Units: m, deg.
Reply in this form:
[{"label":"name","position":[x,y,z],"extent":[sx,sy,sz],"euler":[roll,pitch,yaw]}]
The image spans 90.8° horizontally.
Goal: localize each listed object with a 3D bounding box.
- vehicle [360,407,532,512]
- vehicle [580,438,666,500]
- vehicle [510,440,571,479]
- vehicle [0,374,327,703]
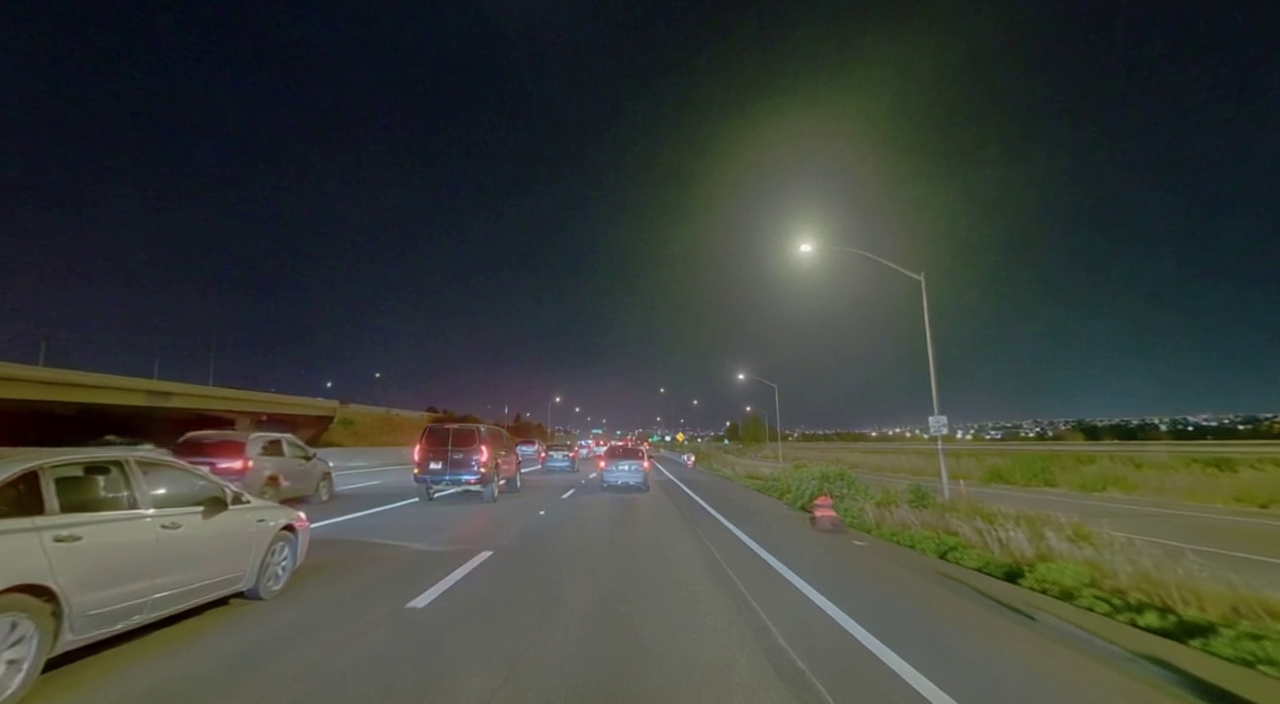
[{"label":"vehicle","position":[-4.274,2.518,15.212],"extent":[2.324,2.012,5.740],"euler":[0,-9,0]},{"label":"vehicle","position":[-0.457,3.114,17.209],"extent":[2.069,1.484,3.918],"euler":[0,-9,-1]},{"label":"vehicle","position":[-3.986,4.368,25.927],"extent":[1.824,1.459,4.007],"euler":[0,-9,1]},{"label":"vehicle","position":[-3.910,1.007,3.511],"extent":[2.041,1.604,4.384],"euler":[0,-9,1]}]
